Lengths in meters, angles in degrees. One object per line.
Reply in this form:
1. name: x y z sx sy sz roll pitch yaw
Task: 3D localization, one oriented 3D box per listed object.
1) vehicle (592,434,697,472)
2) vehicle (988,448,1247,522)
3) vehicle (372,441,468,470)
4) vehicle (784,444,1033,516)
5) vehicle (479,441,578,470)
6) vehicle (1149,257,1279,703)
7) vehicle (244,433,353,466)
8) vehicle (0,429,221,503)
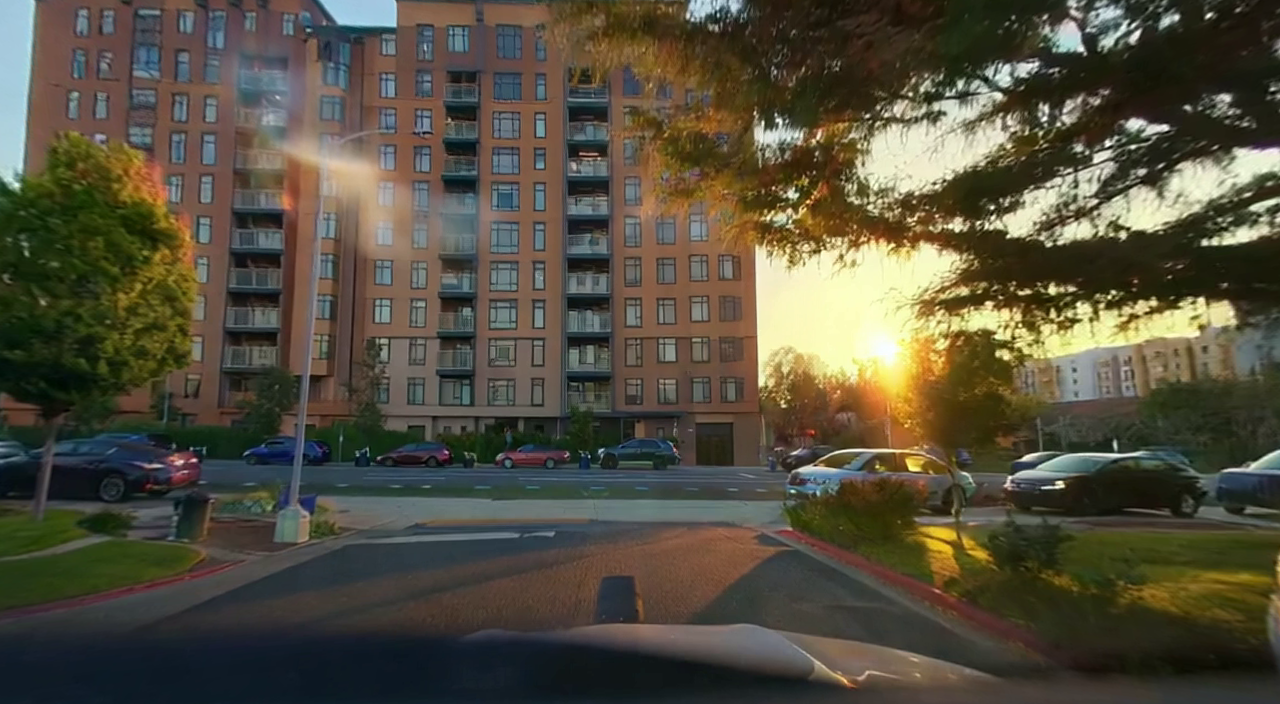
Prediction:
1. vehicle: 0.147 5.258 32.960 5.299 1.860 2.098 1 -8 -5
2. vehicle: 10.621 2.950 14.339 4.163 1.500 2.076 0 -8 -1
3. vehicle: -11.323 5.319 32.718 4.336 1.438 1.776 0 -8 -3
4. vehicle: 5.844 2.840 14.301 4.714 1.471 1.978 -1 -8 2
5. vehicle: -5.706 5.376 32.843 4.851 1.339 1.785 -1 -11 -2
6. vehicle: 4.774 0.530 1.143 5.606 1.882 2.448 0 -8 -2
7. vehicle: -17.474 5.004 32.488 4.426 1.641 1.889 0 -8 -5
8. vehicle: -12.432 2.553 14.364 4.359 1.519 1.964 0 -8 -1
